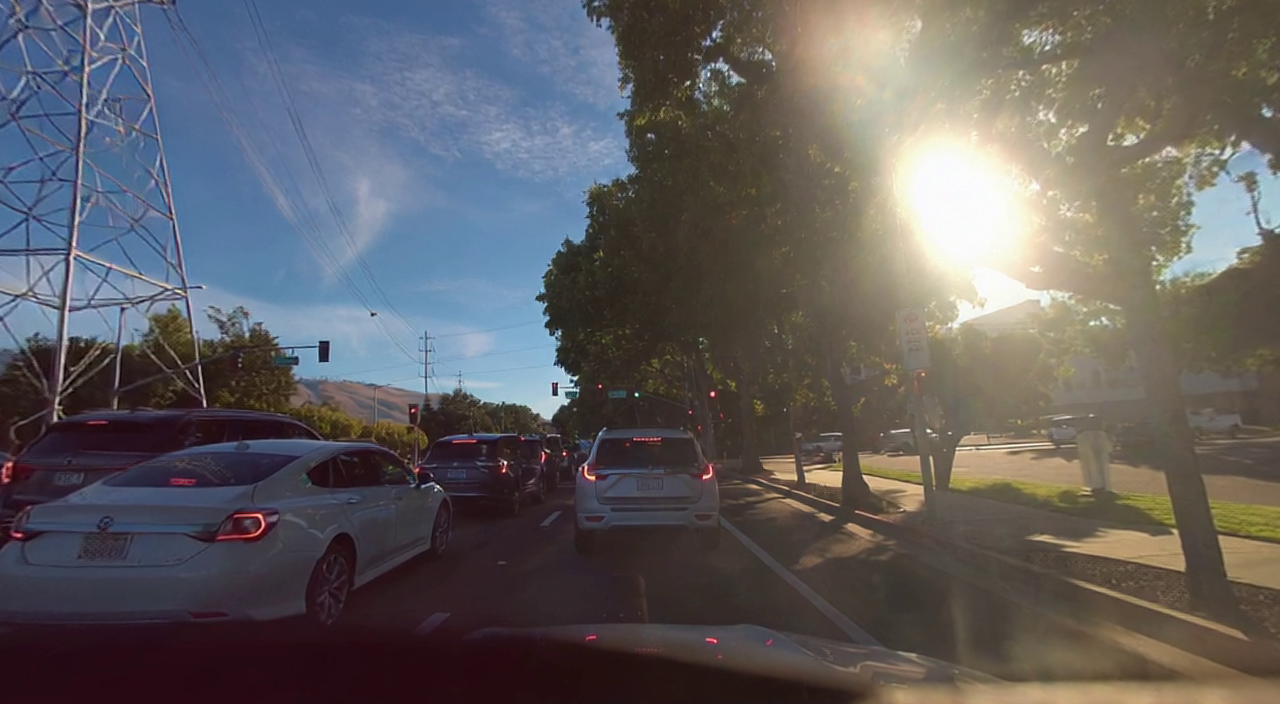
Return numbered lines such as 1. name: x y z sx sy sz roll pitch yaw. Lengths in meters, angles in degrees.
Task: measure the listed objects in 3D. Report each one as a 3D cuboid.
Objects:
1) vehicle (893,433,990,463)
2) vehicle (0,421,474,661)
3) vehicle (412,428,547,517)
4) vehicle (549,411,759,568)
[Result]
1. vehicle: 15.087 4.812 31.716 3.858 1.437 1.899 0 -8 -4
2. vehicle: -3.176 1.502 6.218 1.973 1.469 4.448 0 -8 -2
3. vehicle: -3.257 2.525 13.687 1.997 1.636 3.760 0 -8 -1
4. vehicle: 0.082 1.782 8.960 2.239 1.661 4.224 0 -8 -2
